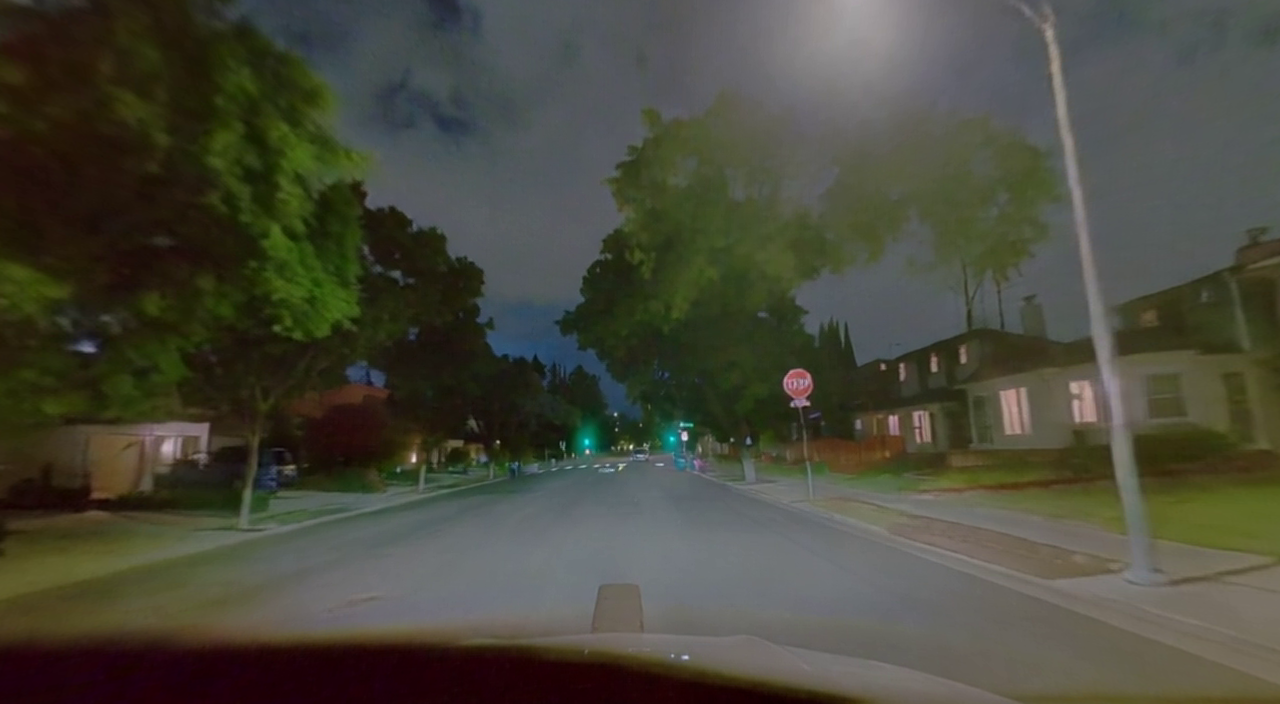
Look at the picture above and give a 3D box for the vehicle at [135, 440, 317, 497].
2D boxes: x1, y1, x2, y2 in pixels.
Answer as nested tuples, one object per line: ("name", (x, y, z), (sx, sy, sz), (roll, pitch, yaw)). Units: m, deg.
("vehicle", (-14.339, 4.047, 22.143), (4.809, 1.865, 2.093), (0, -9, -2))
